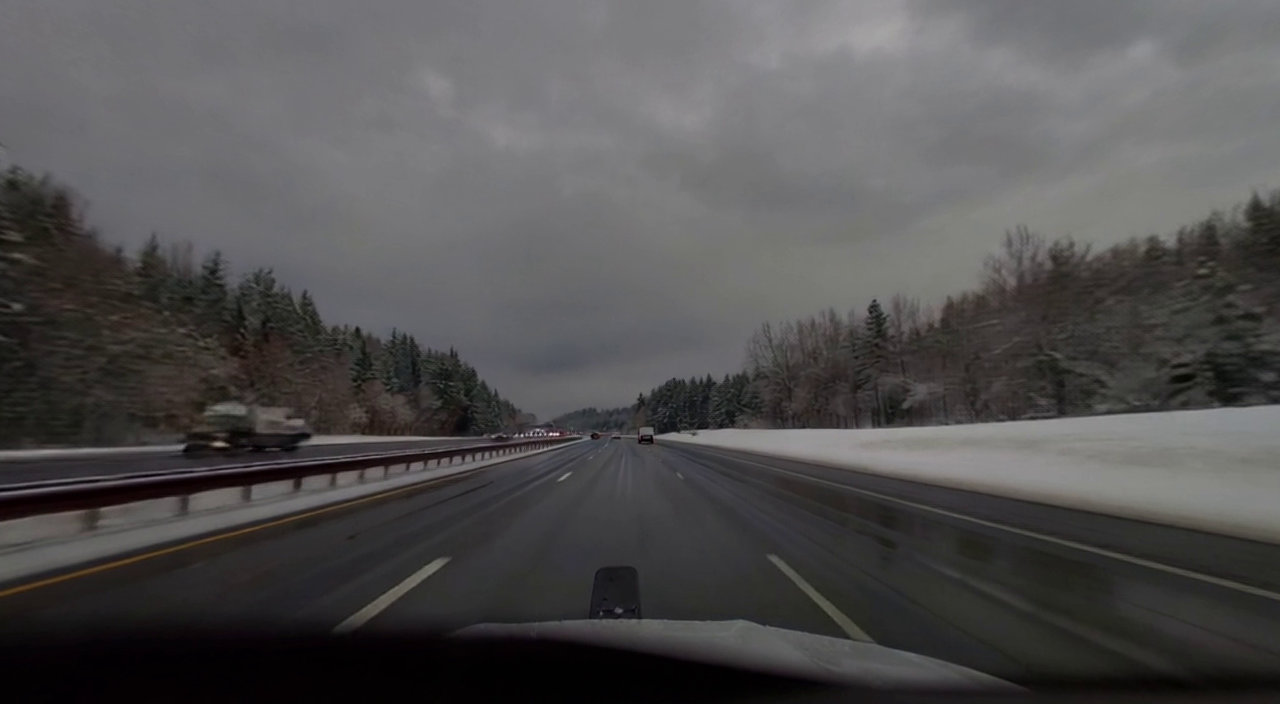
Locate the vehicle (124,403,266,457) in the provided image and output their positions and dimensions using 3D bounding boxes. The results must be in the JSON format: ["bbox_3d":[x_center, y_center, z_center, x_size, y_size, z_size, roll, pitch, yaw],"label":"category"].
[{"bbox_3d":[-17.642,3.170,25.321,2.171,1.969,4.913,0,-8,-1],"label":"vehicle"}]
